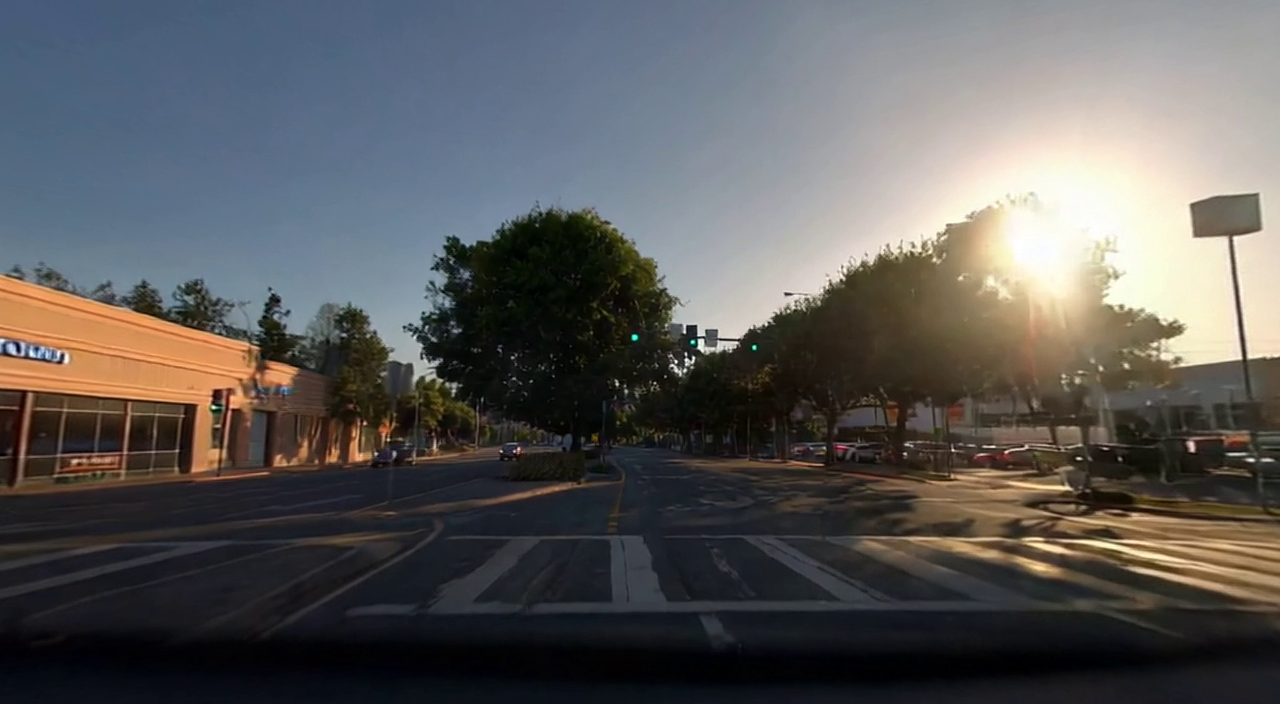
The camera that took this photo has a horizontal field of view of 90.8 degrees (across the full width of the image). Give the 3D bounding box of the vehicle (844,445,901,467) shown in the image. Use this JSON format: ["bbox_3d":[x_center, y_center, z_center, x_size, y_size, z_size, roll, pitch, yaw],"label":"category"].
[{"bbox_3d":[16.858,7.543,46.046,2.073,1.519,4.429,1,-8,-7],"label":"vehicle"}]

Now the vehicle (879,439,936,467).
[{"bbox_3d":[19.333,7.317,45.891,2.087,1.868,4.004,1,-8,-5],"label":"vehicle"}]

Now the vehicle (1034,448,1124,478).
[{"bbox_3d":[25.811,6.515,37.358,1.929,1.613,4.530,0,-8,-2],"label":"vehicle"}]
